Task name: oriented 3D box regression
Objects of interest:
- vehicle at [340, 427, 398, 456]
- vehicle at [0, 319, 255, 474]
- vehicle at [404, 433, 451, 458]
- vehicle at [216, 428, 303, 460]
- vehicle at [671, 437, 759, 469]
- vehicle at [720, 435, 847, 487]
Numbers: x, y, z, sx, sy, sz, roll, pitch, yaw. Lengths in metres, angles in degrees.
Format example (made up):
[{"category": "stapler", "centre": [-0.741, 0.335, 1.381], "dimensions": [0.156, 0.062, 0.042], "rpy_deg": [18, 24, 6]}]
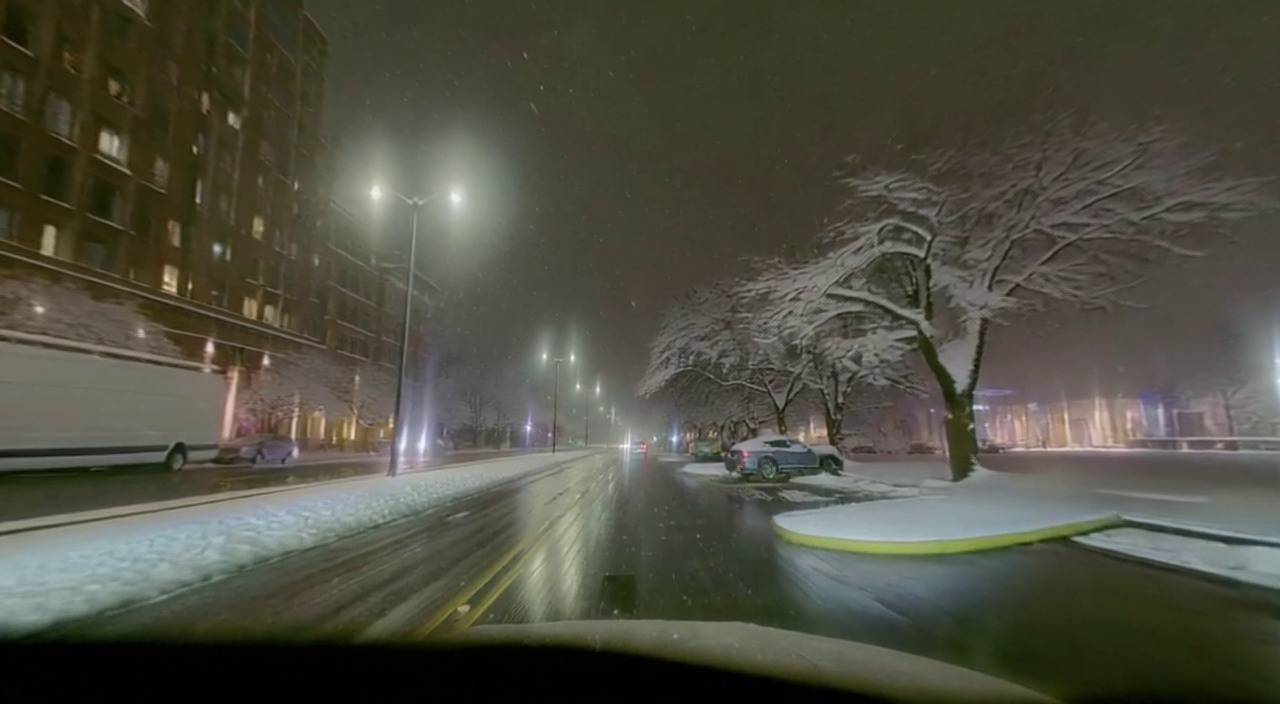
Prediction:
[{"category": "vehicle", "centre": [-19.108, 6.339, 44.570], "dimensions": [1.963, 1.843, 4.866], "rpy_deg": [-1, -8, -1]}, {"category": "vehicle", "centre": [-18.857, 1.811, 21.250], "dimensions": [3.054, 4.140, 14.110], "rpy_deg": [-1, -8, -1]}, {"category": "vehicle", "centre": [-15.463, 6.805, 45.943], "dimensions": [2.012, 1.655, 4.241], "rpy_deg": [0, -8, -1]}, {"category": "vehicle", "centre": [-18.968, 4.613, 31.590], "dimensions": [1.828, 1.502, 4.103], "rpy_deg": [0, -8, -1]}, {"category": "vehicle", "centre": [3.946, 5.222, 32.827], "dimensions": [4.424, 1.498, 1.854], "rpy_deg": [5, -10, -36]}, {"category": "vehicle", "centre": [4.621, 3.401, 20.057], "dimensions": [3.896, 1.488, 1.868], "rpy_deg": [6, -10, -38]}]
